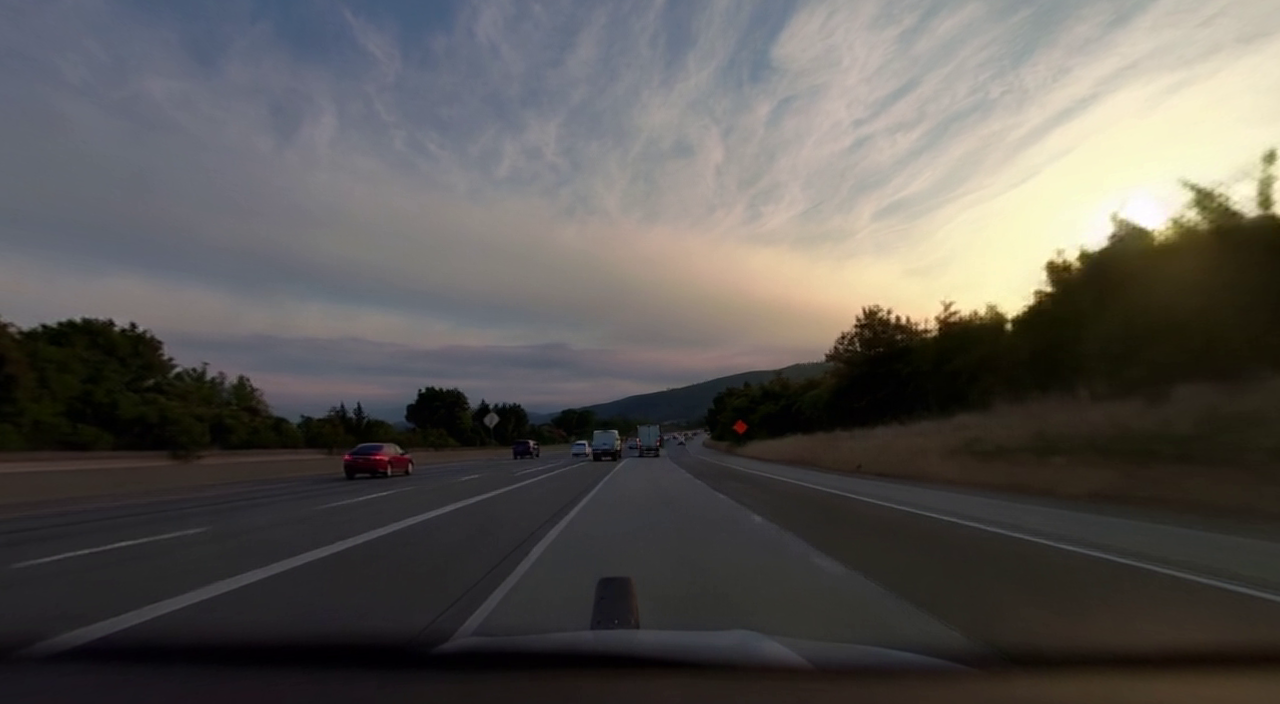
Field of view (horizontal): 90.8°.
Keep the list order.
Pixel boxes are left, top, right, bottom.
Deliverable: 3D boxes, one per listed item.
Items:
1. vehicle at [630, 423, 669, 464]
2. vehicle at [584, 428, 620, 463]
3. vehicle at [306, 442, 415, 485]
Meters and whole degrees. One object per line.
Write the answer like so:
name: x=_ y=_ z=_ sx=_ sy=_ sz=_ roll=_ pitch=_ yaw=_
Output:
vehicle: x=0.731 y=7.009 z=48.718 sx=2.768 sy=2.854 sz=6.757 roll=1 pitch=-8 yaw=1
vehicle: x=-2.872 y=7.319 z=49.357 sx=2.328 sy=2.519 sz=5.238 roll=0 pitch=-8 yaw=1
vehicle: x=-10.327 y=4.136 z=23.820 sx=1.952 sy=1.457 sz=4.689 roll=0 pitch=-8 yaw=0
